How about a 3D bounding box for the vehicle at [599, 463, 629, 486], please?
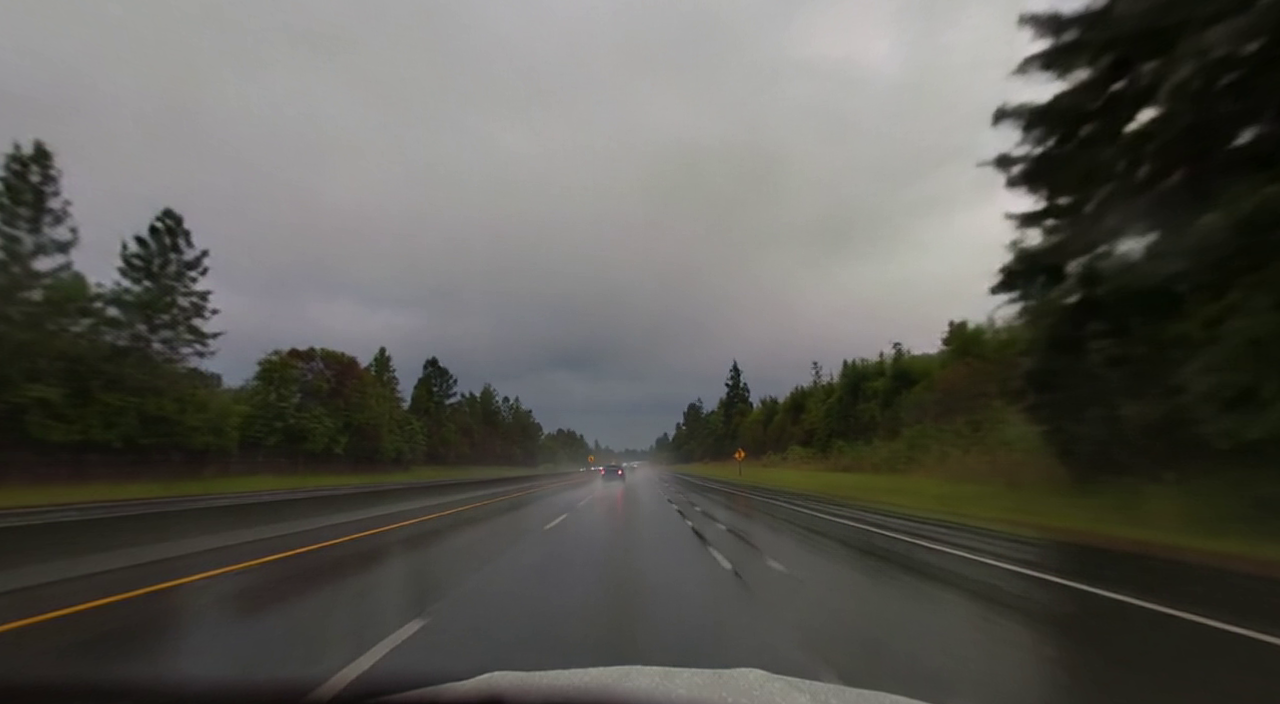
[{"bbox_3d":[-1.876,9.040,46.699,1.900,1.550,4.146,1,-10,2],"label":"vehicle"}]
